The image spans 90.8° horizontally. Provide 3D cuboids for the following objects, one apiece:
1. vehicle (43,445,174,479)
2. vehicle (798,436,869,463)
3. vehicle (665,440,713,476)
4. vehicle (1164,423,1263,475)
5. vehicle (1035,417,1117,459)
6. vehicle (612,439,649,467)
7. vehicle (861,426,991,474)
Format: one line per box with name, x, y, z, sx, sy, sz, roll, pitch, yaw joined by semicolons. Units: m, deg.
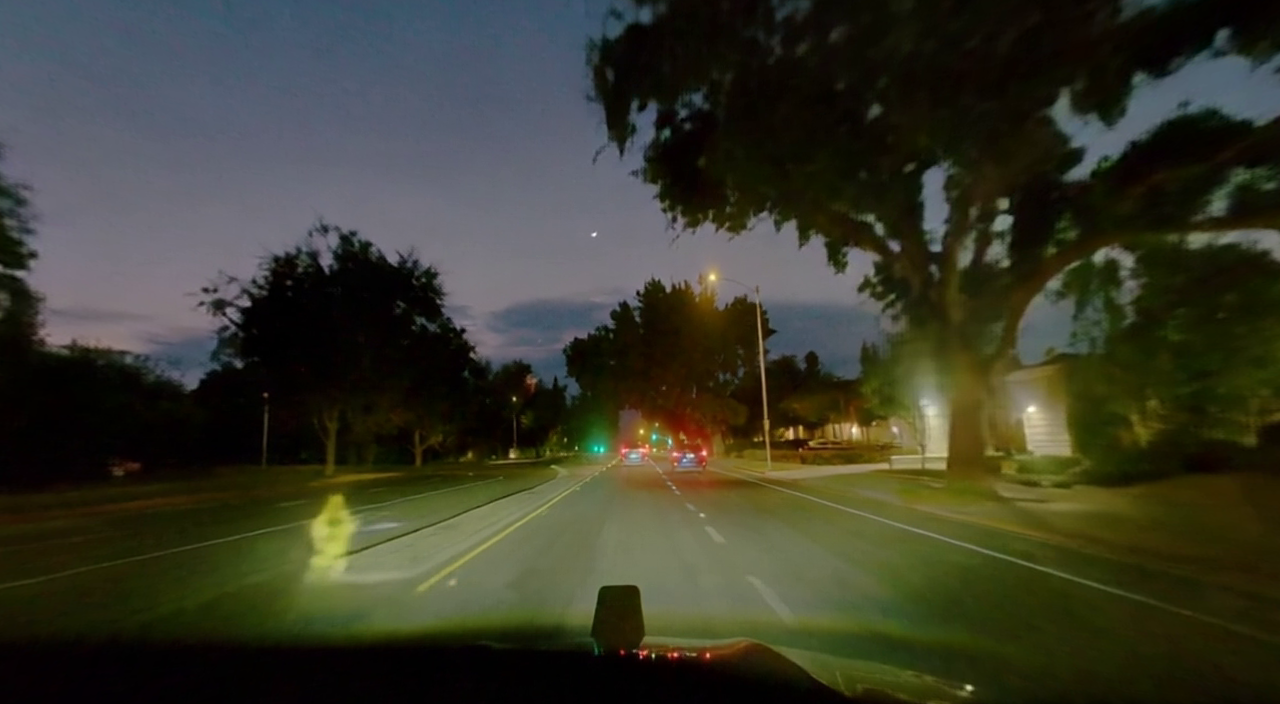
vehicle;-33.569;6.921;40.187;5.899;1.996;2.367;5;-10;-29
vehicle;11.231;5.671;36.781;3.486;1.431;1.799;-8;-12;44
vehicle;2.351;5.238;31.453;2.003;1.614;4.072;0;-8;-1
vehicle;18.380;3.069;20.164;4.940;1.445;1.885;8;-12;-44
vehicle;18.637;3.697;26.922;1.996;1.607;4.492;-8;-12;44
vehicle;-0.697;7.154;45.052;2.488;1.881;4.814;0;-8;-1
vehicle;11.191;3.879;24.956;2.047;1.682;4.074;8;-12;-40
